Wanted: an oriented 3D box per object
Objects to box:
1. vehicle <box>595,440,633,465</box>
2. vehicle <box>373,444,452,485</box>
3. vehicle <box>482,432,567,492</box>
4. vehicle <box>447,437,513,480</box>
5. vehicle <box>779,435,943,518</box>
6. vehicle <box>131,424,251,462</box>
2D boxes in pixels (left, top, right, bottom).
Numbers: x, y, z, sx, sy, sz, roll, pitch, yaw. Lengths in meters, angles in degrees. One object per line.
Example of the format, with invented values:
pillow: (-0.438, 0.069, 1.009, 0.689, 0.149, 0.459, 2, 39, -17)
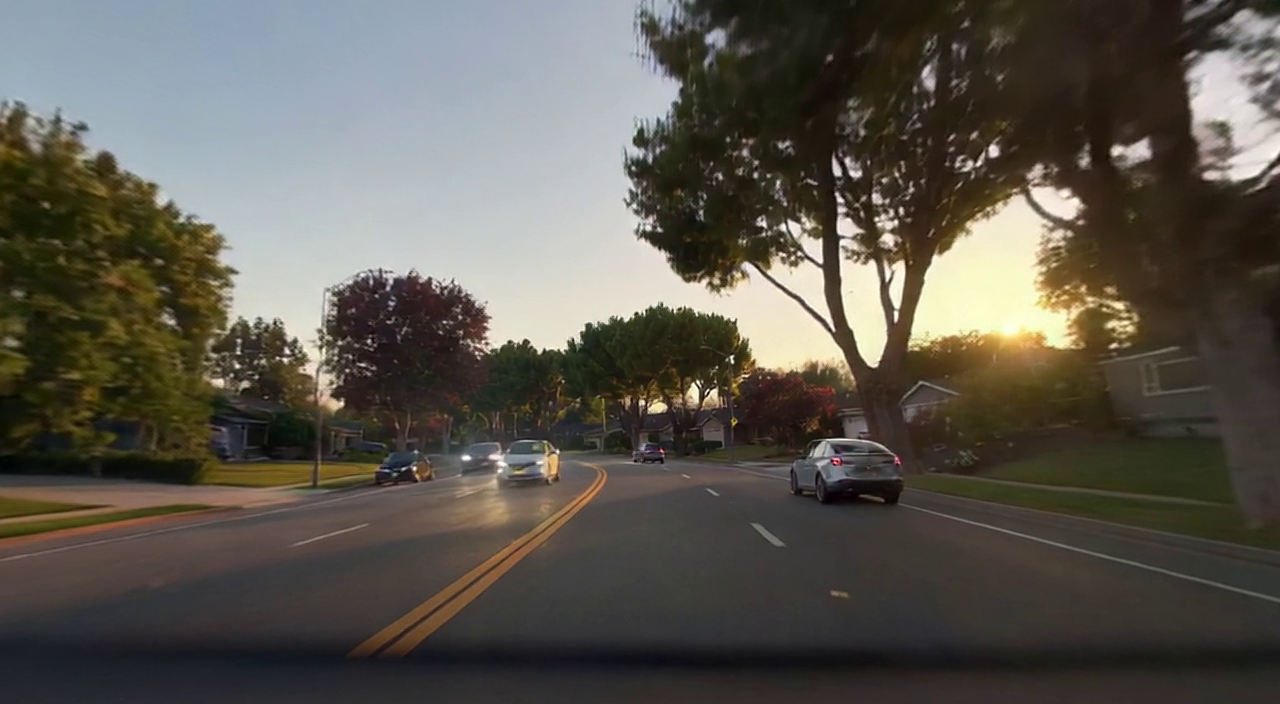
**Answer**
vehicle: (-1.938, 7.145, 44.938, 2.106, 1.667, 4.367, 1, -8, -10)
vehicle: (-10.360, 5.145, 29.172, 2.038, 1.690, 4.825, 0, -8, -3)
vehicle: (-3.578, 3.493, 20.401, 2.081, 1.721, 4.228, 0, -8, -2)
vehicle: (-7.420, 4.986, 29.814, 2.075, 1.822, 5.096, 0, -8, -4)
vehicle: (4.601, 2.623, 13.899, 1.934, 1.506, 4.282, 0, -8, -2)
vehicle: (-24.333, 4.956, 34.354, 4.772, 1.877, 2.038, 0, -9, -11)
